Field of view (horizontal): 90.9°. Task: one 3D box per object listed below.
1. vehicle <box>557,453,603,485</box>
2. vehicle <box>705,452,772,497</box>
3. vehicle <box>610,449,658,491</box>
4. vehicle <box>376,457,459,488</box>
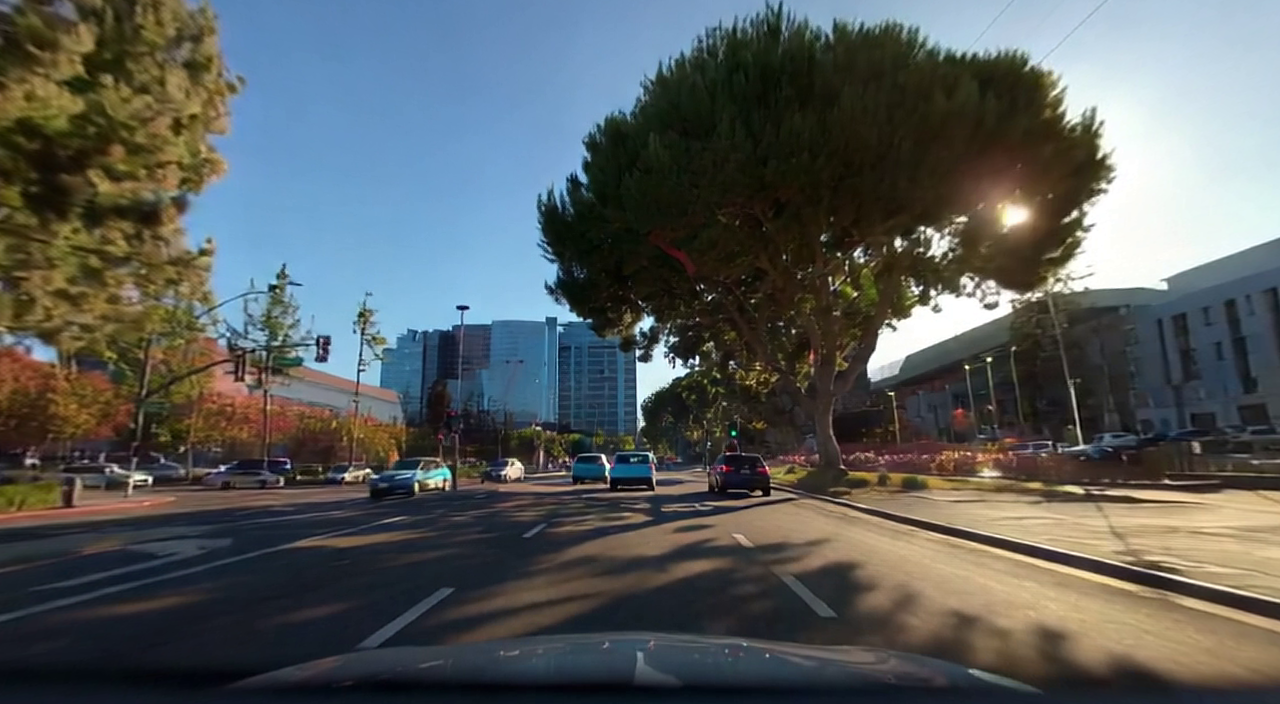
[{"bbox_3d":[-3.415,6.741,36.610,2.047,1.710,4.314,0,-9,2],"label":"vehicle"},{"bbox_3d":[3.716,4.664,24.446,1.847,1.554,4.052,0,-9,-1],"label":"vehicle"},{"bbox_3d":[-0.245,5.273,28.570,2.022,1.700,4.084,0,-9,0],"label":"vehicle"},{"bbox_3d":[-13.778,7.464,39.264,4.526,1.832,1.894,1,-9,-7],"label":"vehicle"}]
